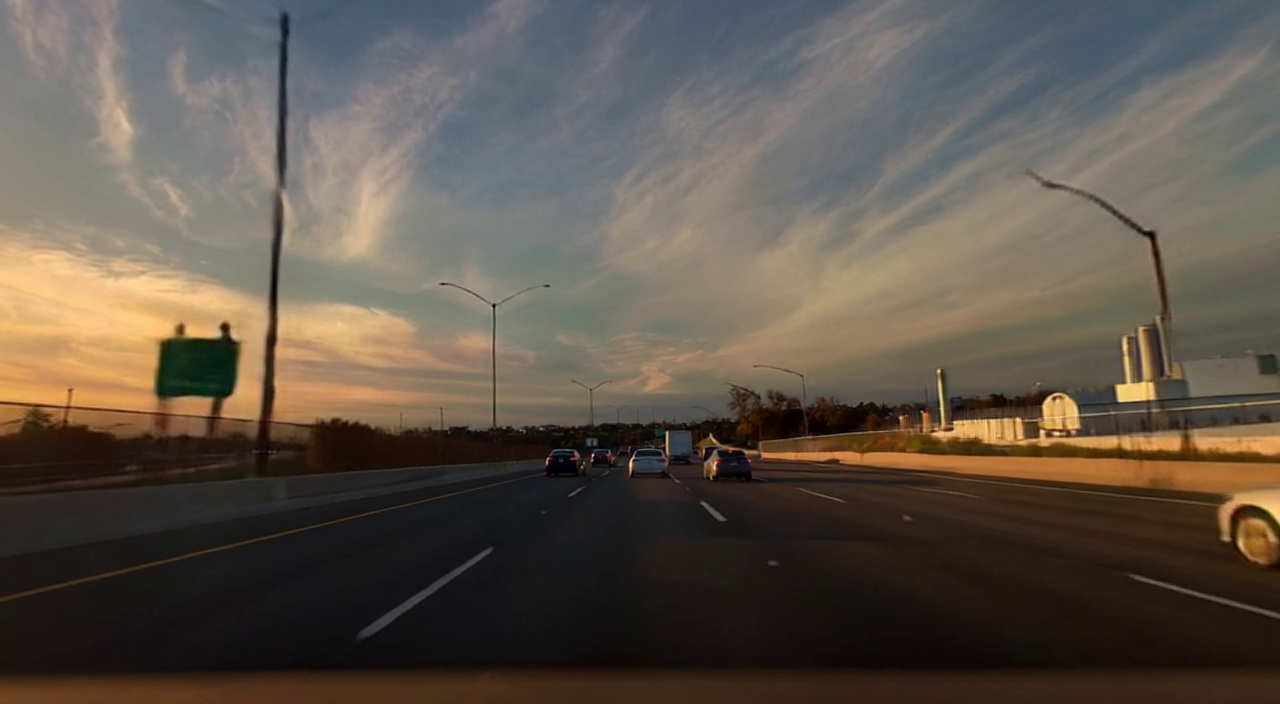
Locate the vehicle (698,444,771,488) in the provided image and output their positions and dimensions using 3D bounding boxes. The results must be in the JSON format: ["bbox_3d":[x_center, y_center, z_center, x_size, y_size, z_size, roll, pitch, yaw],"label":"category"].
[{"bbox_3d":[3.366,4.121,23.243,1.942,1.453,4.329,0,-8,-1],"label":"vehicle"}]

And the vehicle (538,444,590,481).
[{"bbox_3d":[-3.699,5.405,31.272,2.036,1.669,4.112,0,-8,1],"label":"vehicle"}]

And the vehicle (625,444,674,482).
[{"bbox_3d":[0.416,5.047,29.078,2.067,1.555,4.851,0,-8,0],"label":"vehicle"}]
